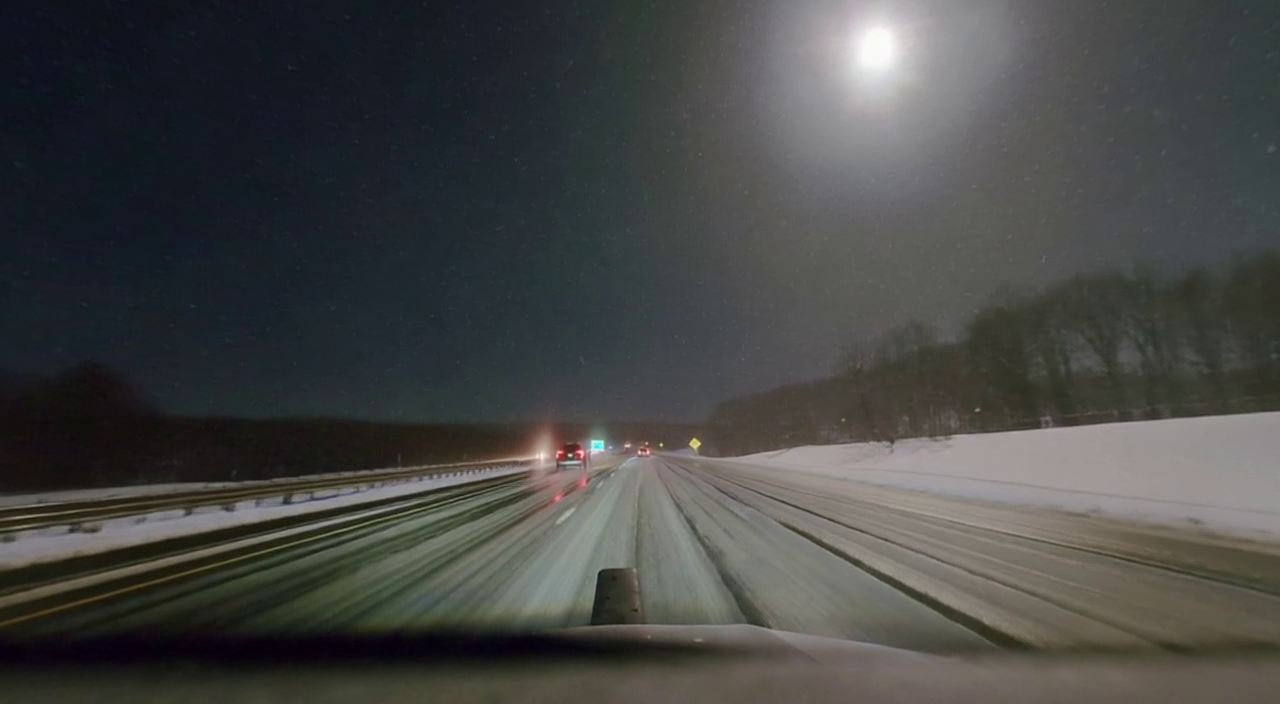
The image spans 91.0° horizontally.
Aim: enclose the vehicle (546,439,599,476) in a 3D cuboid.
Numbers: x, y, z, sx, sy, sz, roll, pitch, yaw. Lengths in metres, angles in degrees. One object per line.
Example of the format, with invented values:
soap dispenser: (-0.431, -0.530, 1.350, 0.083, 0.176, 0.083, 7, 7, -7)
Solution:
vehicle: (-3.277, 5.218, 31.413, 2.070, 1.707, 4.309, 0, -9, 1)
